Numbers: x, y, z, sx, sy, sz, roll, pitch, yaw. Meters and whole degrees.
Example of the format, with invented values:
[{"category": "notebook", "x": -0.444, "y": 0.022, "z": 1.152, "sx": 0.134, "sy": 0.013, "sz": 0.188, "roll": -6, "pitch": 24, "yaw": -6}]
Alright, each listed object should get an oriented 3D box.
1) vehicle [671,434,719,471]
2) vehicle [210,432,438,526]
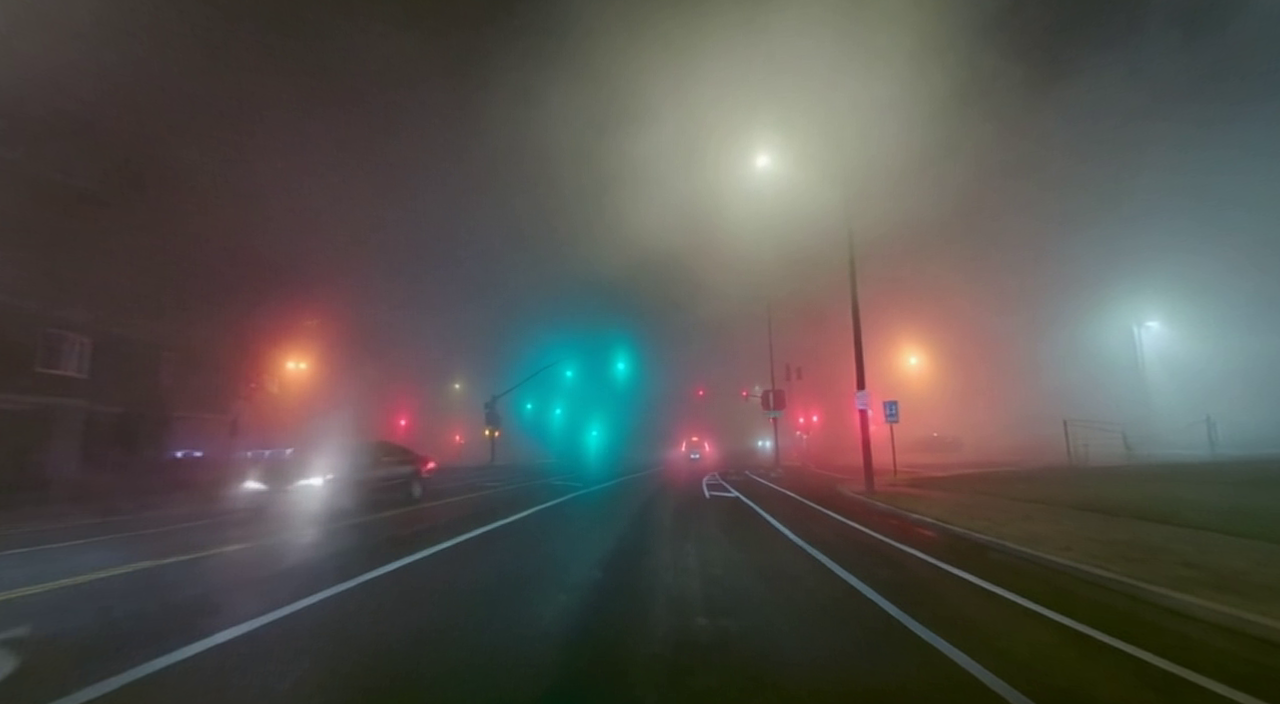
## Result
[{"category": "vehicle", "x": 2.982, "y": 5.314, "z": 33.640, "sx": 2.230, "sy": 1.827, "sz": 4.298, "roll": -1, "pitch": -9, "yaw": 9}, {"category": "vehicle", "x": -6.628, "y": 2.697, "z": 14.138, "sx": 2.183, "sy": 1.699, "sz": 4.974, "roll": -1, "pitch": -8, "yaw": 5}]
